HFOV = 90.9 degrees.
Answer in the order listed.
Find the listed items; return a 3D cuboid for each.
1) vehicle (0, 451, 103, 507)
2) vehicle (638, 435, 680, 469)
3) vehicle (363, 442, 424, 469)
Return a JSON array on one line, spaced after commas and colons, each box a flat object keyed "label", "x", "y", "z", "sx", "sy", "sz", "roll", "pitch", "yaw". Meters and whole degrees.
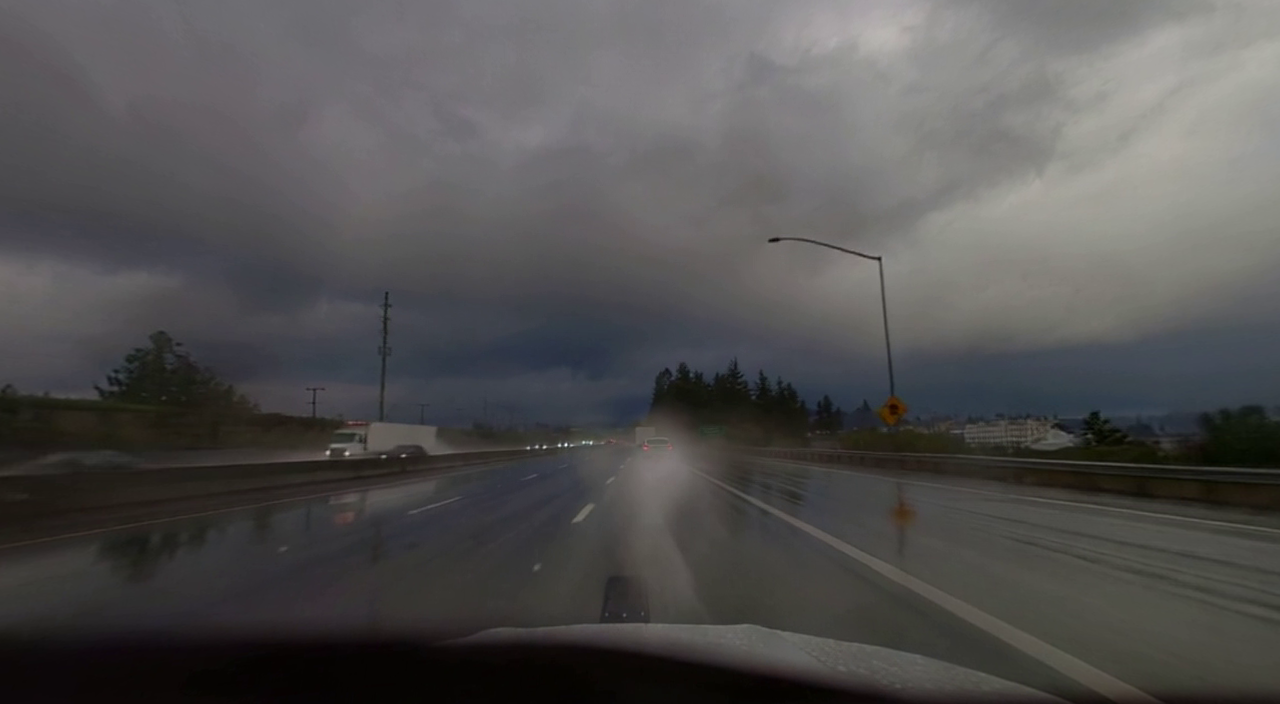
[{"label": "vehicle", "x": -21.178, "y": 4.245, "z": 21.358, "sx": 2.074, "sy": 1.726, "sz": 4.377, "roll": 0, "pitch": -8, "yaw": 0}, {"label": "vehicle", "x": 1.036, "y": 5.698, "z": 36.059, "sx": 2.260, "sy": 1.766, "sz": 4.348, "roll": 0, "pitch": -8, "yaw": 0}, {"label": "vehicle", "x": -17.338, "y": 7.262, "z": 44.670, "sx": 2.064, "sy": 1.785, "sz": 5.368, "roll": 0, "pitch": -8, "yaw": 1}]
